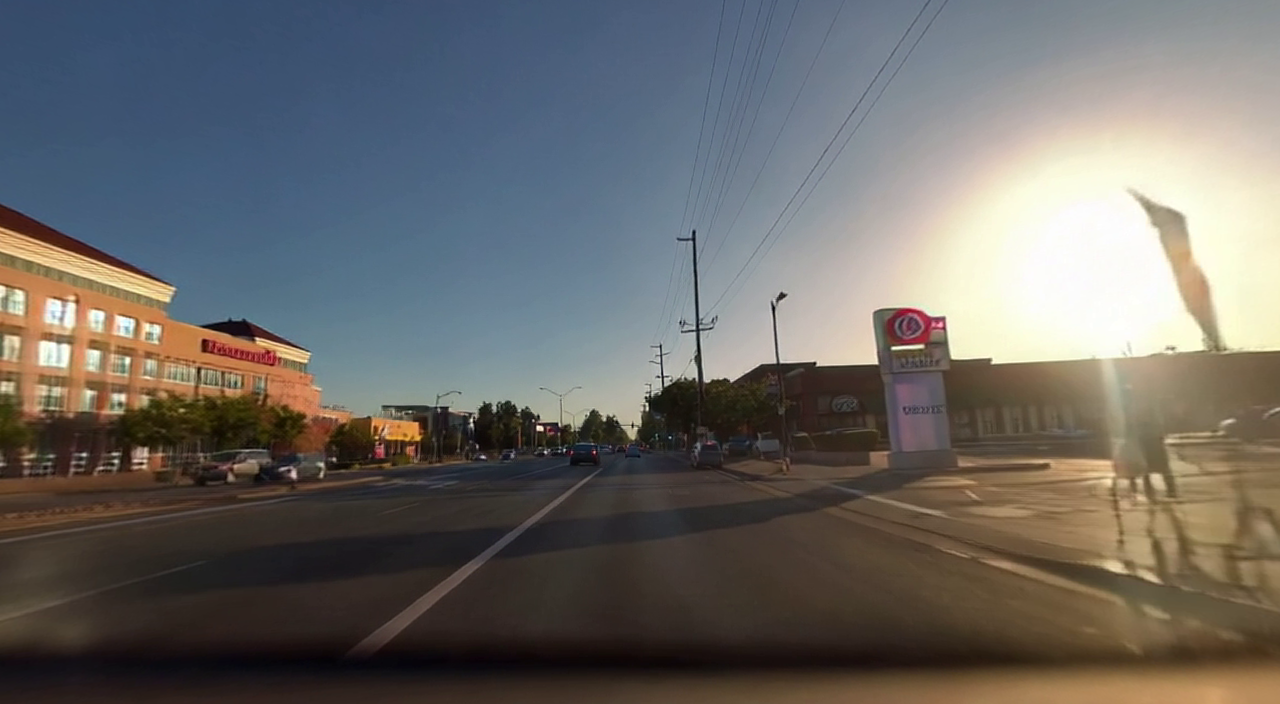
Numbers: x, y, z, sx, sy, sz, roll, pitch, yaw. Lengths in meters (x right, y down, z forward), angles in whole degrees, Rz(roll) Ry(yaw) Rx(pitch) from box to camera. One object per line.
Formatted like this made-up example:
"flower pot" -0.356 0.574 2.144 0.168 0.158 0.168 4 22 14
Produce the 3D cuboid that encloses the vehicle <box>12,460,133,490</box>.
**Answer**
"vehicle" -31.133 6.733 34.746 4.720 1.556 2.070 -1 -9 3

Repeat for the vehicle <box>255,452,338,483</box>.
"vehicle" -18.418 6.188 34.159 1.990 1.500 4.467 0 -9 0

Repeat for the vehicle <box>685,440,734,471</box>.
"vehicle" 3.567 5.434 33.295 1.922 1.507 4.824 0 -9 -1

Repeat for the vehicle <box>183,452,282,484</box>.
"vehicle" -25.832 7.321 40.204 2.239 1.802 4.652 -5 -10 28

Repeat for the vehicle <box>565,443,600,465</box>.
"vehicle" -4.249 7.612 47.197 2.179 1.490 4.742 0 -9 0
